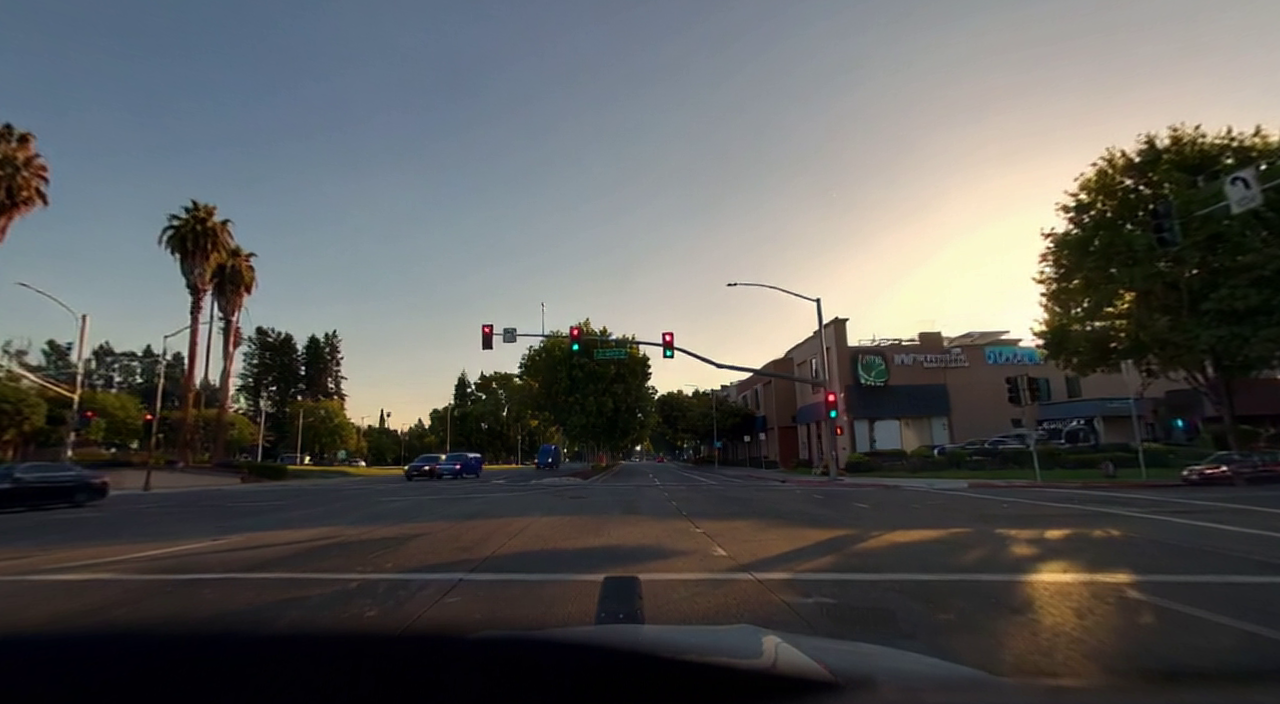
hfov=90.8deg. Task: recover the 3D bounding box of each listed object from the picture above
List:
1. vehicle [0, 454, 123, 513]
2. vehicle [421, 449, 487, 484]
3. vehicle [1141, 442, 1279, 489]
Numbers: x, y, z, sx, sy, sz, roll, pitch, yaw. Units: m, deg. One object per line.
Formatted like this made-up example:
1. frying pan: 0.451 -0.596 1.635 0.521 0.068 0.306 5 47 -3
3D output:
1. vehicle: -17.614 3.662 17.849 1.874 1.467 4.768 0 -9 1
2. vehicle: -9.647 5.960 33.224 2.074 1.681 4.417 0 -9 0
3. vehicle: 22.267 4.289 24.000 4.533 1.676 2.236 0 -9 -1
